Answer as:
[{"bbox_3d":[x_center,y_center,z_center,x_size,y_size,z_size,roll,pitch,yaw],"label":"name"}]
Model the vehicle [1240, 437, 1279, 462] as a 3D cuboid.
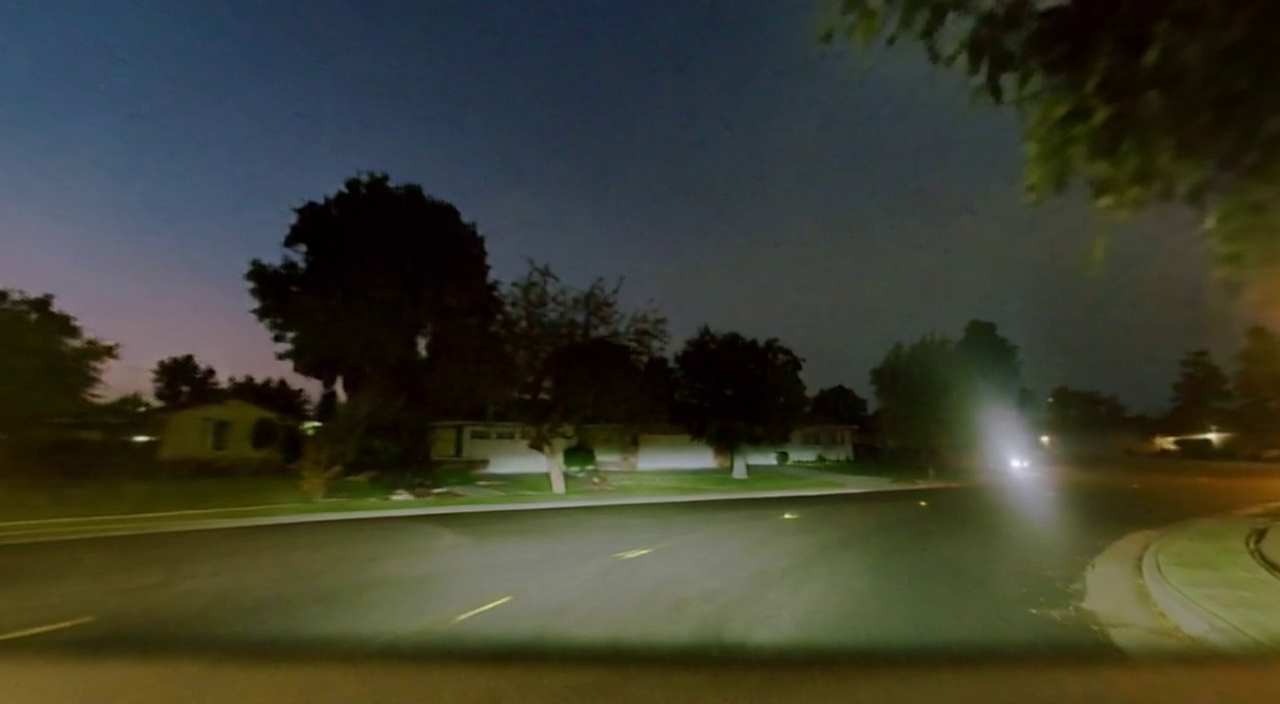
[{"bbox_3d":[47.196,7.295,47.502,4.329,1.442,1.819,-1,-7,-33],"label":"vehicle"}]
